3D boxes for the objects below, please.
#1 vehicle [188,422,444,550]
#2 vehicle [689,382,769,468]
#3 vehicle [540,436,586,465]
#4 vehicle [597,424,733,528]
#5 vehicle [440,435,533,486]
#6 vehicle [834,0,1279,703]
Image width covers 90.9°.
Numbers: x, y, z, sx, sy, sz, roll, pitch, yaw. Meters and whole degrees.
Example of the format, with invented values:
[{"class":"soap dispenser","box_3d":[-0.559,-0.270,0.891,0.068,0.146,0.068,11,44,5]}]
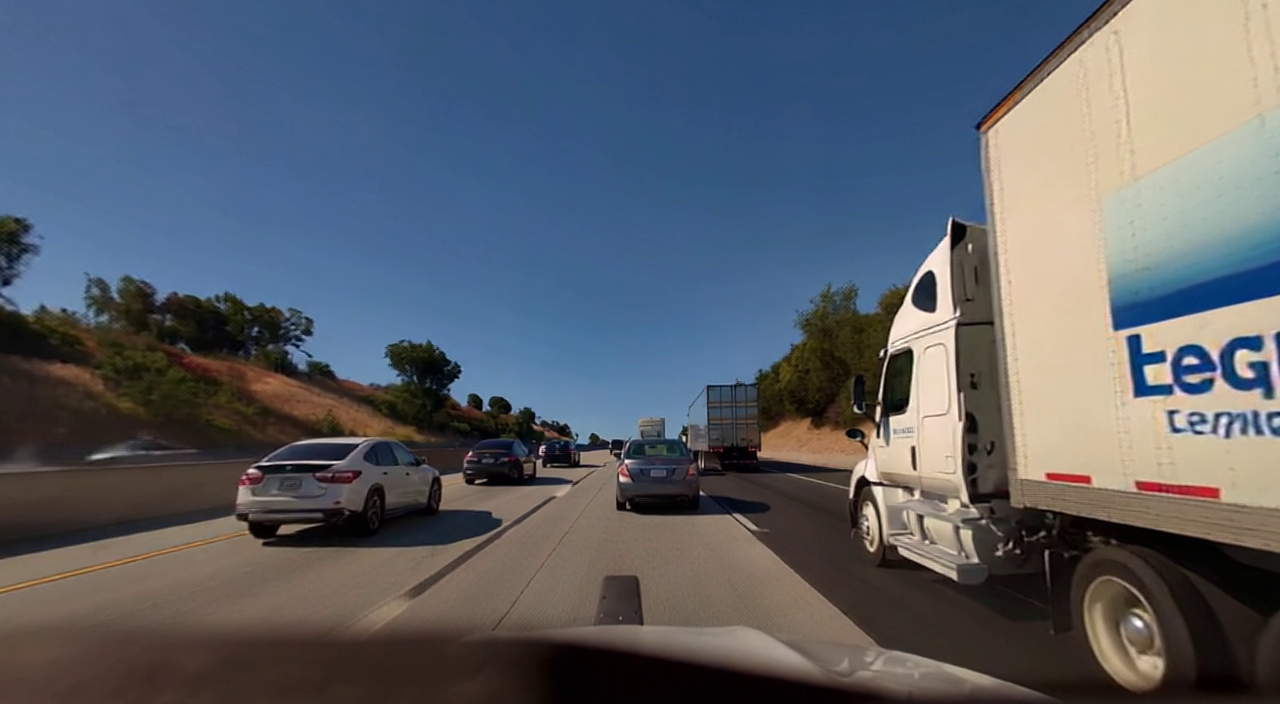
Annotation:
[{"class":"vehicle","box_3d":[-4.458,1.850,9.426,1.821,1.514,3.677,0,-8,1]},{"class":"vehicle","box_3d":[4.801,4.424,37.269,2.892,4.101,14.252,0,-8,1]},{"class":"vehicle","box_3d":[-4.226,5.447,35.234,1.887,1.493,4.411,0,-8,1]},{"class":"vehicle","box_3d":[0.369,2.066,11.064,1.973,1.505,3.568,0,-8,0]},{"class":"vehicle","box_3d":[-4.780,3.402,20.221,1.880,1.458,3.978,0,-8,1]},{"class":"vehicle","box_3d":[4.039,0.063,5.031,2.982,3.860,6.011,0,-8,0]}]
